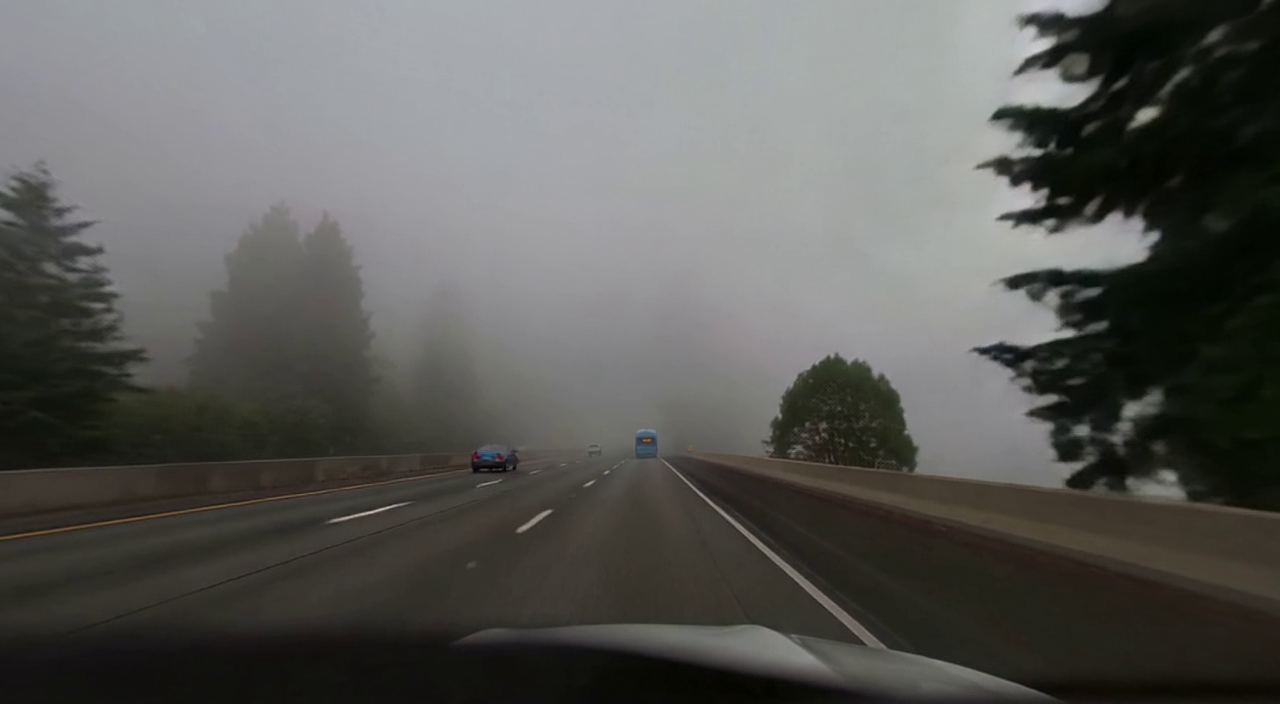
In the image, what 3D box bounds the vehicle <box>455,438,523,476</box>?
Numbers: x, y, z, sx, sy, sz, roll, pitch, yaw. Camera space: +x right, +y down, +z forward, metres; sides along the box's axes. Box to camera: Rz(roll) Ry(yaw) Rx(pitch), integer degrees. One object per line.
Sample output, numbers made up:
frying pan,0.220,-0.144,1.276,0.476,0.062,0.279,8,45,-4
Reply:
vehicle,-7.190,5.052,30.535,2.080,1.674,4.660,0,-8,1
